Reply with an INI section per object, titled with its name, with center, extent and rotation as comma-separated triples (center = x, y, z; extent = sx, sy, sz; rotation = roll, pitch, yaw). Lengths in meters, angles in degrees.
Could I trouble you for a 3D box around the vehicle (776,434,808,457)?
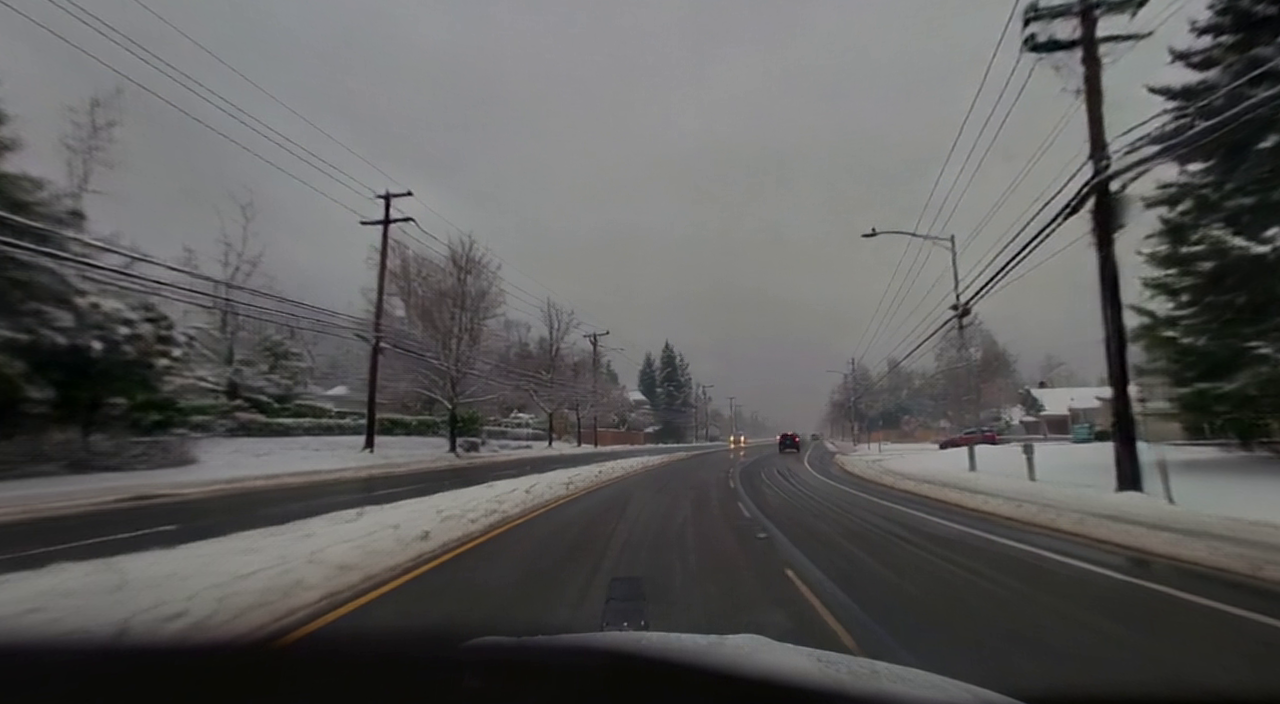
[vehicle]
center = 10.152, 6.276, 42.234
extent = 1.982, 1.451, 4.152
rotation = -2, -9, 12
